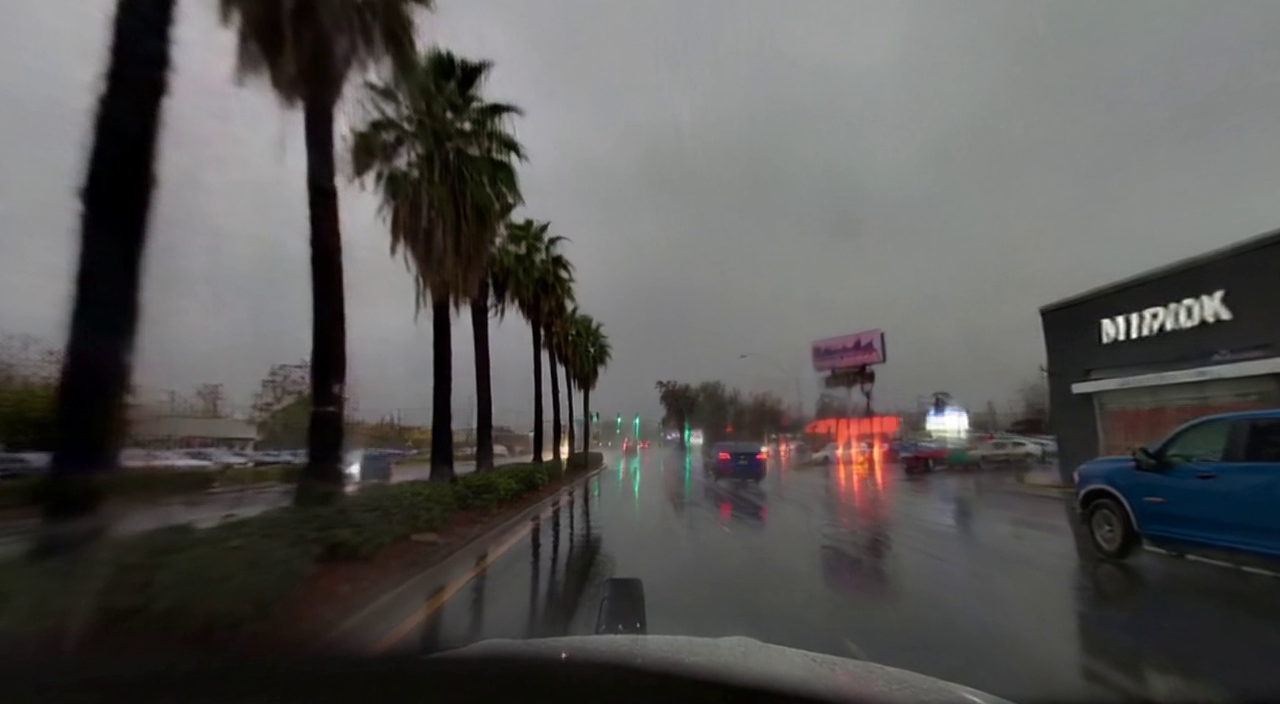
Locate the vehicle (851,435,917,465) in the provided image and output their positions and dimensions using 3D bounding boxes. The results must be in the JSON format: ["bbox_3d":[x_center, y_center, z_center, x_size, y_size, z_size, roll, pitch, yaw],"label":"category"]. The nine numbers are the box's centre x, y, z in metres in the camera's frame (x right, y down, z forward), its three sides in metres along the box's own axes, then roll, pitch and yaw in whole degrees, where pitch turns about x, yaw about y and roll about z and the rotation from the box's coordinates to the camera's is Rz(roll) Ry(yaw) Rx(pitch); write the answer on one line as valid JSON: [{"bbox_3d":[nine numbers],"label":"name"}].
[{"bbox_3d":[15.406,6.215,40.218,2.067,1.772,4.910,0,-8,-2],"label":"vehicle"}]

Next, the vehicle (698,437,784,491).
[{"bbox_3d":[3.114,3.550,20.425,1.889,1.541,4.303,0,-8,-2],"label":"vehicle"}]

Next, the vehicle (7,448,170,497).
[{"bbox_3d":[-24.241,5.283,28.220,2.112,1.821,5.960,-2,-8,-2],"label":"vehicle"}]

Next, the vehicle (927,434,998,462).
[{"bbox_3d":[20.640,6.162,40.619,1.925,1.724,4.458,0,-9,-4],"label":"vehicle"}]

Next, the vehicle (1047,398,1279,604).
[{"bbox_3d":[6.114,1.171,4.974,2.140,1.606,5.437,0,-9,-1],"label":"vehicle"}]

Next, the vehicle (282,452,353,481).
[{"bbox_3d":[-19.476,6.914,38.428,1.840,1.524,4.923,0,-8,-2],"label":"vehicle"}]

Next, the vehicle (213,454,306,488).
[{"bbox_3d":[-19.408,6.060,32.535,1.983,1.492,4.904,0,-8,-3],"label":"vehicle"}]

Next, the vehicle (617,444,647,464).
[{"bbox_3d":[-0.671,7.986,49.572,2.258,1.468,4.076,0,-8,-2],"label":"vehicle"}]
